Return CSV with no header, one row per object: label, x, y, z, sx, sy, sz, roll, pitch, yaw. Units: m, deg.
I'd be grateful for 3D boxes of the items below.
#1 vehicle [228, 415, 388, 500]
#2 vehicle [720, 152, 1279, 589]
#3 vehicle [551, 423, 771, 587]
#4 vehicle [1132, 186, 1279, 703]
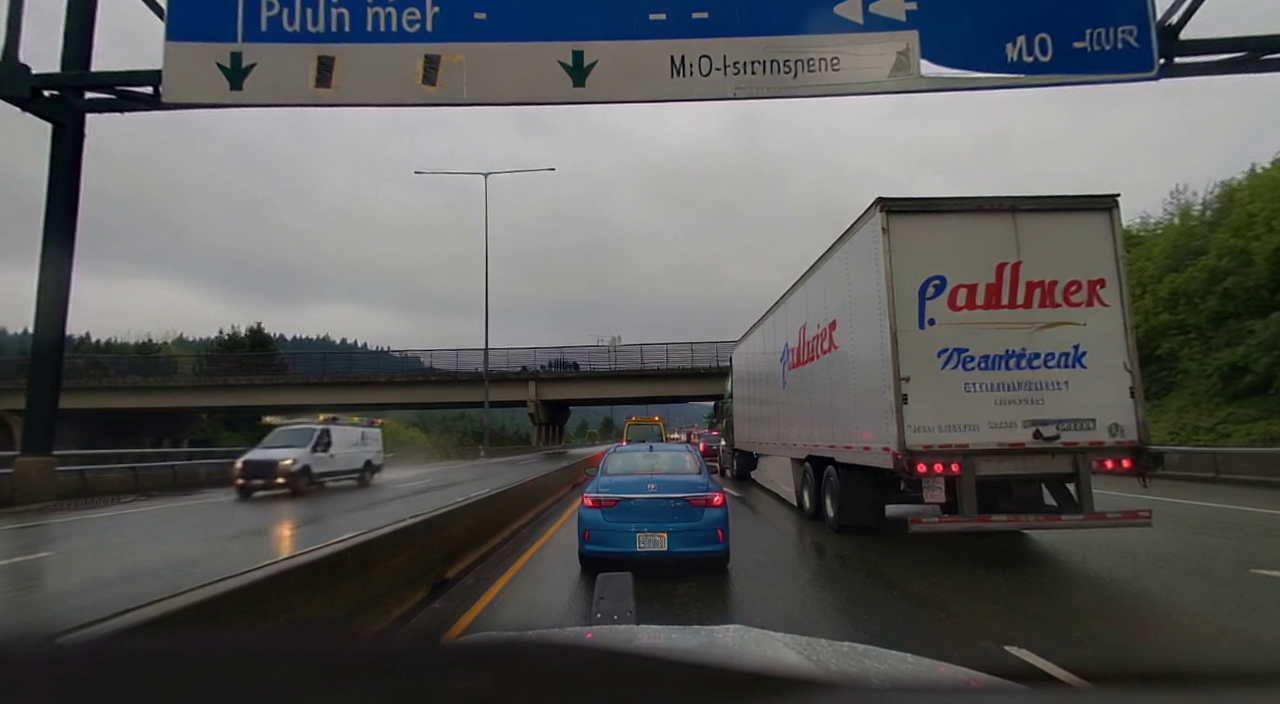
vehicle,-12.360,3.971,24.247,2.524,2.800,6.564,-1,-8,1
vehicle,4.197,1.067,12.962,2.827,4.081,14.305,0,-8,-2
vehicle,0.180,1.681,7.712,2.045,1.490,3.597,-1,-8,0
vehicle,4.730,0.116,0.643,2.892,2.615,6.650,0,-8,-2
